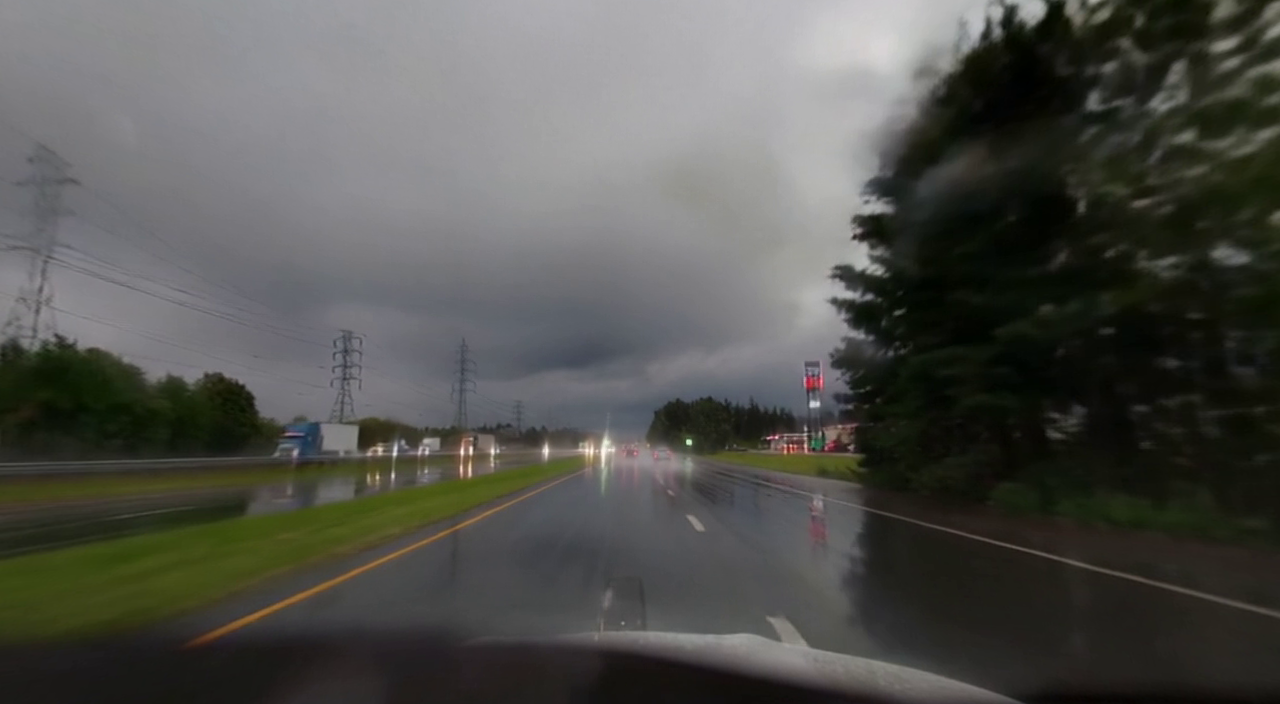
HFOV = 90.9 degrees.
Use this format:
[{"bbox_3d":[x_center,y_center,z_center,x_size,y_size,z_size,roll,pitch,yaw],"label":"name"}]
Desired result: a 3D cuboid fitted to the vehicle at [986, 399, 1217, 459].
[{"bbox_3d":[35.802,6.266,49.843,3.224,4.043,14.034,6,-11,-45],"label":"vehicle"}]
